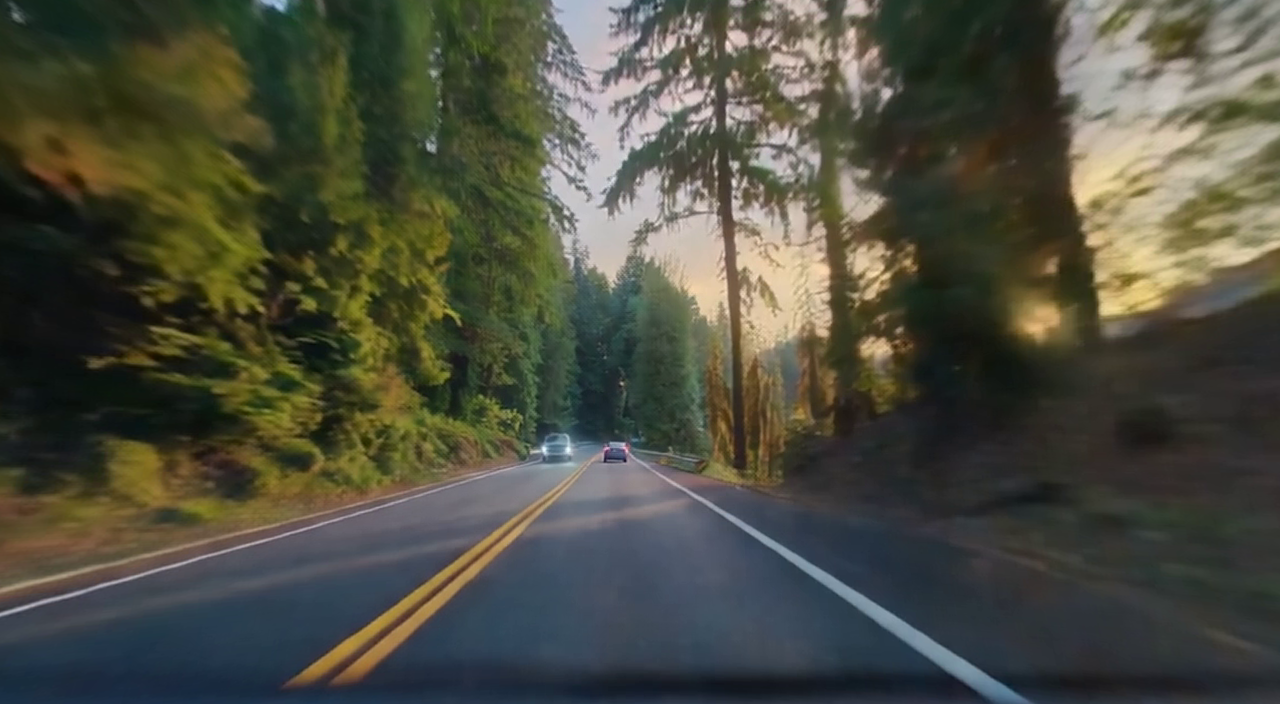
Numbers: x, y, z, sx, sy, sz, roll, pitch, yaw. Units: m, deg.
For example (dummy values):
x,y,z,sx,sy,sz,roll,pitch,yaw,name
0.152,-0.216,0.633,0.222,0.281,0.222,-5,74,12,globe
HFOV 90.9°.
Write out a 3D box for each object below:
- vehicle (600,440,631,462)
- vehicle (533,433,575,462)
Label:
x,y,z,sx,sy,sz,roll,pitch,yaw,name
-1.773,7.105,45.534,2.120,1.491,4.349,0,-8,-3,vehicle
-5.676,6.419,42.495,2.223,1.836,5.392,0,-8,-2,vehicle
